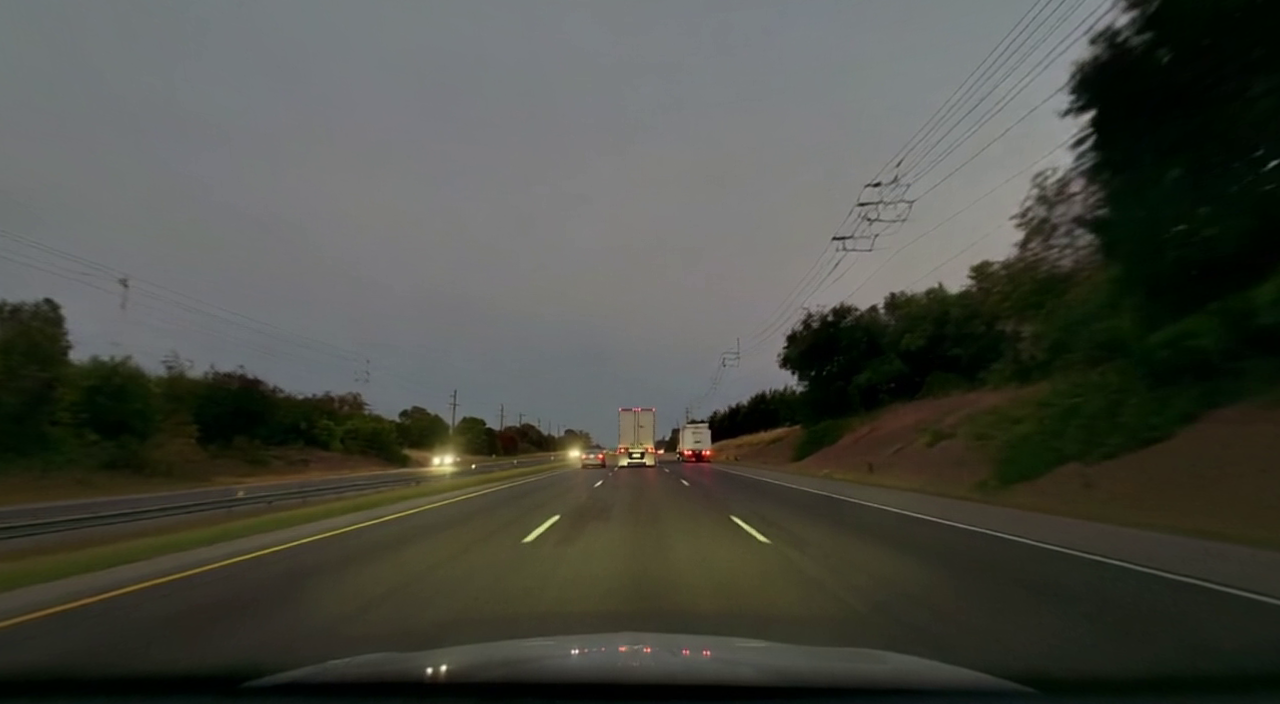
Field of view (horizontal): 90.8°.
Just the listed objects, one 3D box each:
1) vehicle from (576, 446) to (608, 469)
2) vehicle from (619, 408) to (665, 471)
[{"bbox_3d":[-3.485,7.786,46.580,2.024,1.582,4.032,0,-9,0],"label":"vehicle"},{"bbox_3d":[0.035,6.733,47.767,2.997,4.076,13.224,0,-9,-1],"label":"vehicle"}]
